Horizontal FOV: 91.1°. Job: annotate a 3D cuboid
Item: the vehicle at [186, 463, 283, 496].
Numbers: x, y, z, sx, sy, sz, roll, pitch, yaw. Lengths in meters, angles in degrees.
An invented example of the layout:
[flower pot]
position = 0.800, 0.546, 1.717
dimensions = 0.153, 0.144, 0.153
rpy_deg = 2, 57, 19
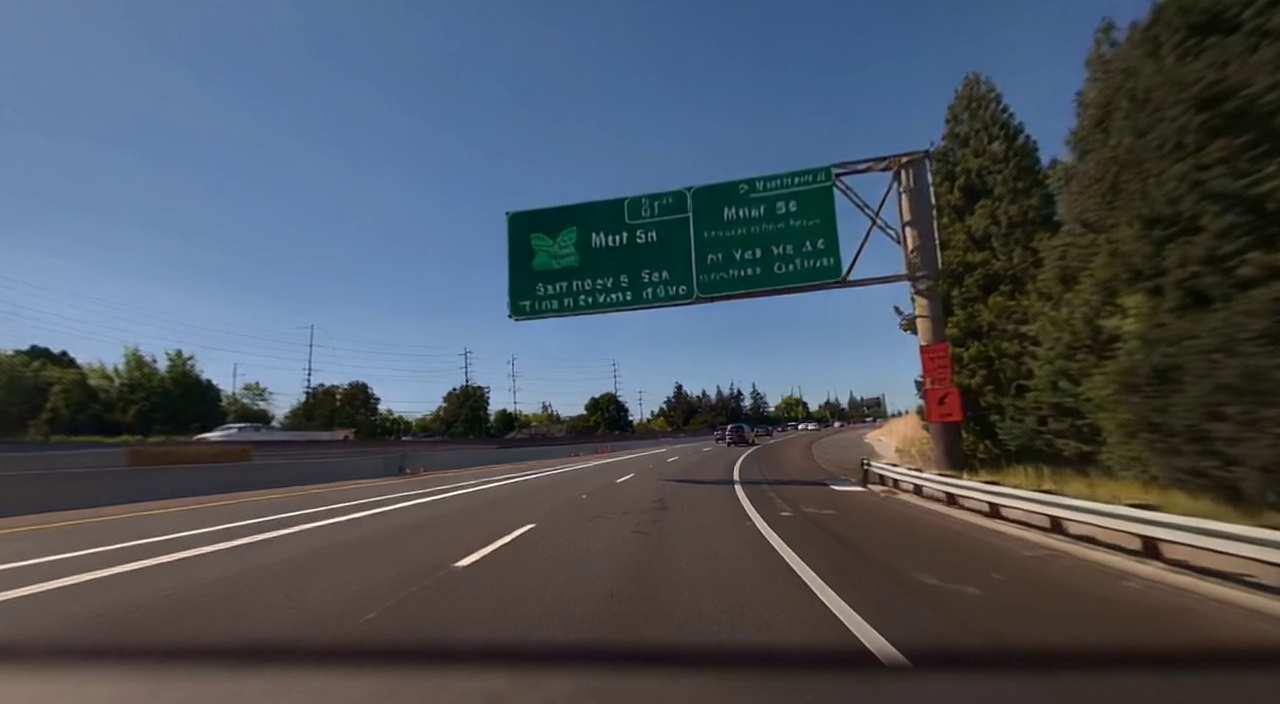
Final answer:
[vehicle]
position = -24.936, 7.794, 38.733
dimensions = 2.145, 1.717, 4.448
rpy_deg = -6, -10, 33
